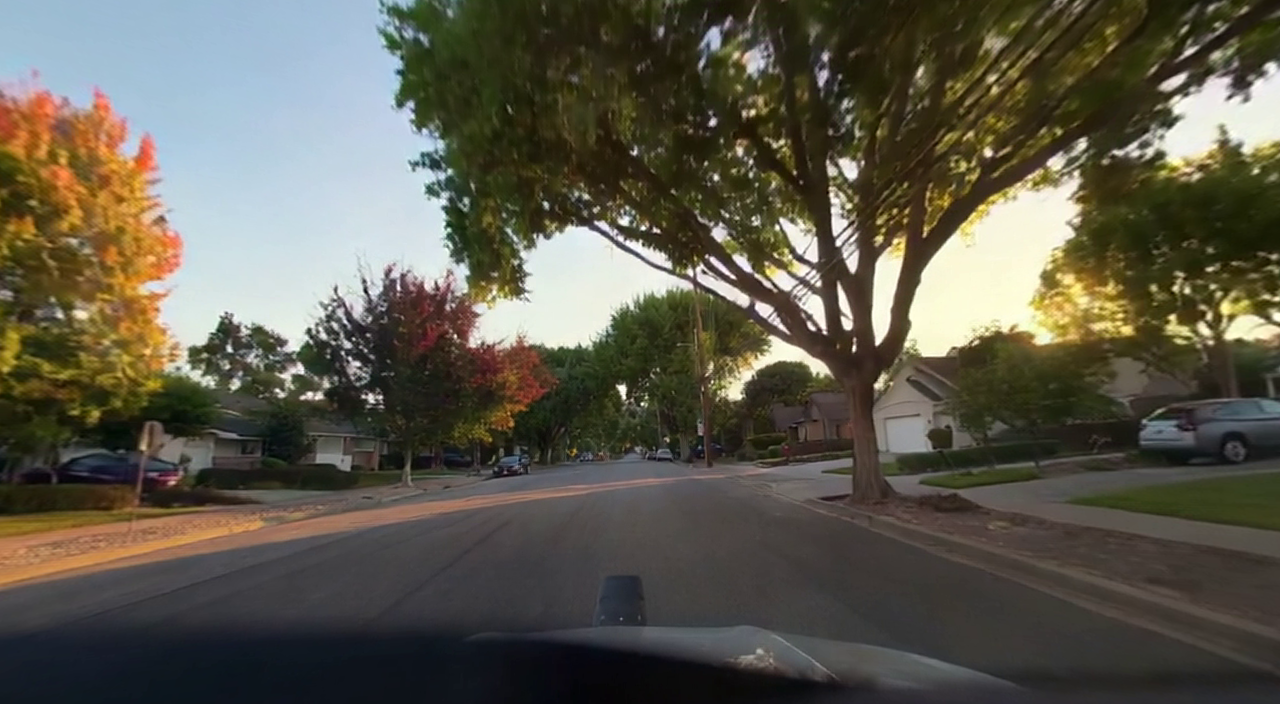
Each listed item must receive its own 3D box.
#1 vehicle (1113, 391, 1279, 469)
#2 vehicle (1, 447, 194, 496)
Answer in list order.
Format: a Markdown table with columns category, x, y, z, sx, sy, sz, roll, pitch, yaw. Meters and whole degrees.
| category | x | y | z | sx | sy | sz | roll | pitch | yaw |
| --- | --- | --- | --- | --- | --- | --- | --- | --- | --- |
| vehicle | 14.628 | 1.929 | 15.446 | 4.672 | 1.732 | 2.020 | 1 | -9 | -7 |
| vehicle | -17.591 | 3.833 | 20.677 | 4.519 | 1.426 | 1.903 | 8 | -12 | -43 |
